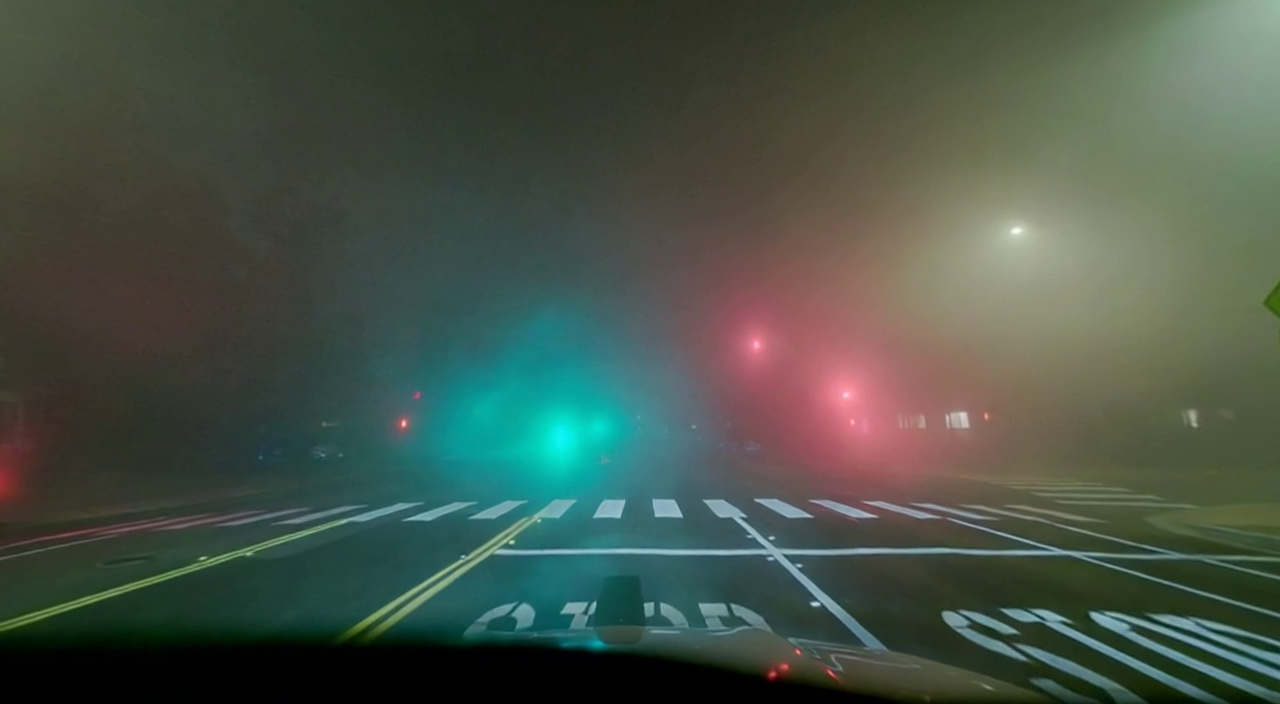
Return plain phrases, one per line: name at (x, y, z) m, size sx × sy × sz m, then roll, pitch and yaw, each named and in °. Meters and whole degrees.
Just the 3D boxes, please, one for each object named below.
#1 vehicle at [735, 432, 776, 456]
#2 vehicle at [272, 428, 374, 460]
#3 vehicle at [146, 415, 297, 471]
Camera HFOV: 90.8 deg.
vehicle at (7.956, 6.415, 43.813) m, size 2.029 × 1.554 × 4.705 m, roll 0°, pitch -9°, yaw 1°
vehicle at (-17.994, 5.267, 36.035) m, size 4.743 × 1.734 × 1.994 m, roll 0°, pitch -9°, yaw 0°
vehicle at (-17.959, 3.930, 27.325) m, size 4.800 × 2.259 × 2.303 m, roll 0°, pitch -9°, yaw -1°
